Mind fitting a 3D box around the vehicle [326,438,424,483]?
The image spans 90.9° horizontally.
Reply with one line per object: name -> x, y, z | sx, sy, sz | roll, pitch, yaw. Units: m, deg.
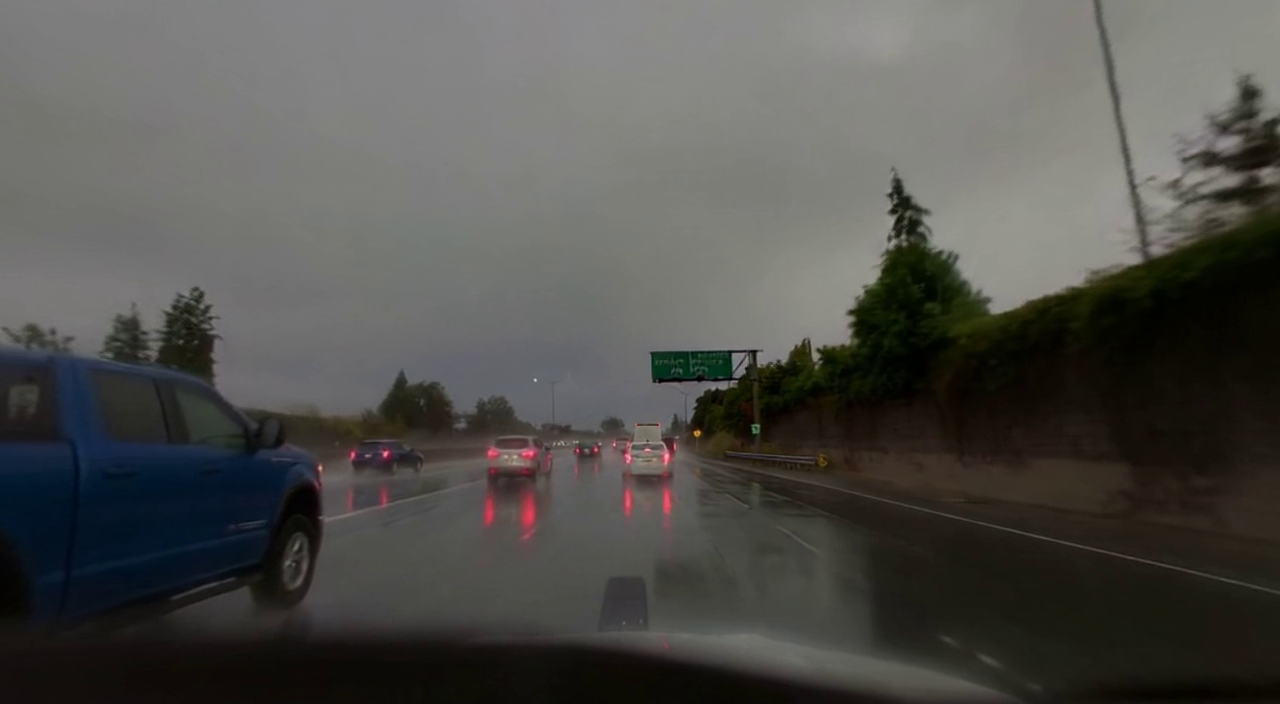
vehicle -> -10.479, 4.302, 25.312 | 1.941, 1.602, 4.277 | 0, -8, 2

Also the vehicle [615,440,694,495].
vehicle -> 0.376, 3.321, 18.513 | 2.054, 1.421, 4.090 | 0, -8, 0

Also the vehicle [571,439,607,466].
vehicle -> -3.211, 6.424, 40.552 | 1.897, 1.646, 4.049 | 0, -8, 1

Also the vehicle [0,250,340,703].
vehicle -> -3.487, 0.587, 1.735 | 2.269, 2.060, 5.933 | 0, -8, 1

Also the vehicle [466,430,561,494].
vehicle -> -3.685, 3.280, 19.179 | 1.903, 1.721, 4.210 | 0, -8, 1
